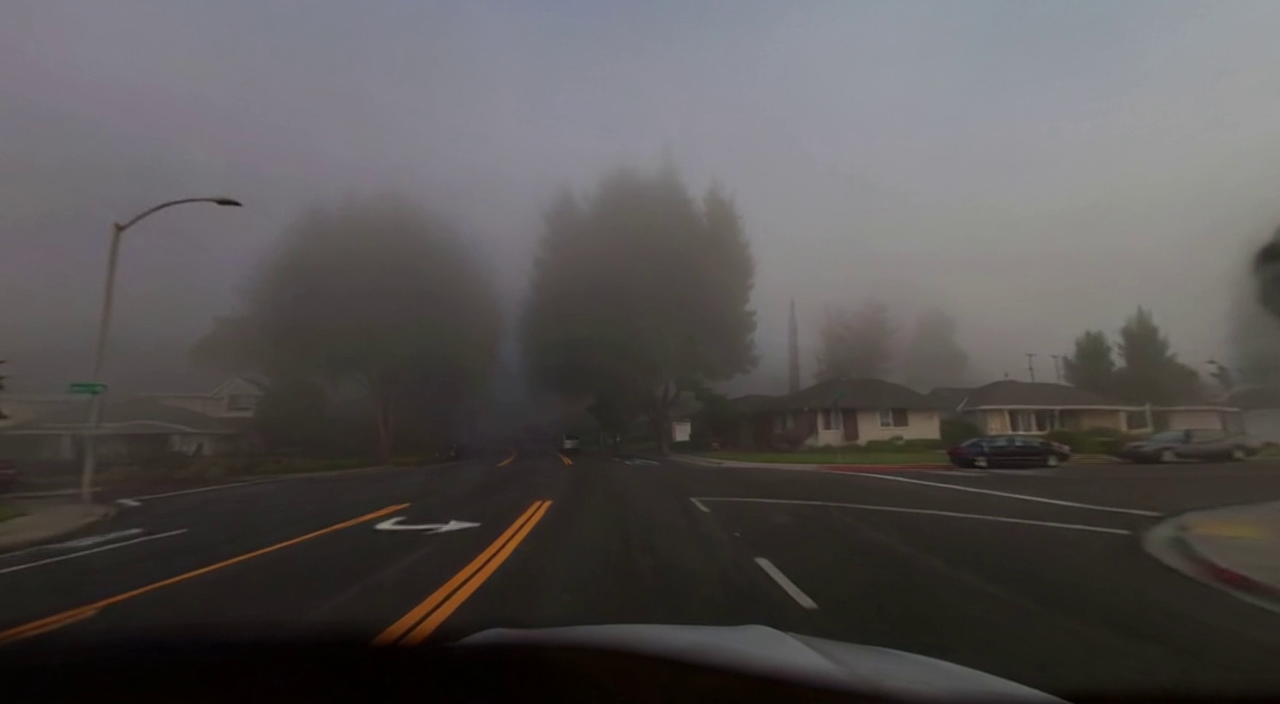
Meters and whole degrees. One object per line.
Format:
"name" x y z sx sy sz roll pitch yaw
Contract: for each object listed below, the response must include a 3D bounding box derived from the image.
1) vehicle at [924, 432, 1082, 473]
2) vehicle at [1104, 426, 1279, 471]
"vehicle" 13.486 3.751 23.691 4.737 1.447 1.766 -2 -8 10
"vehicle" 19.727 3.417 22.304 4.795 1.468 1.945 -2 -8 14
